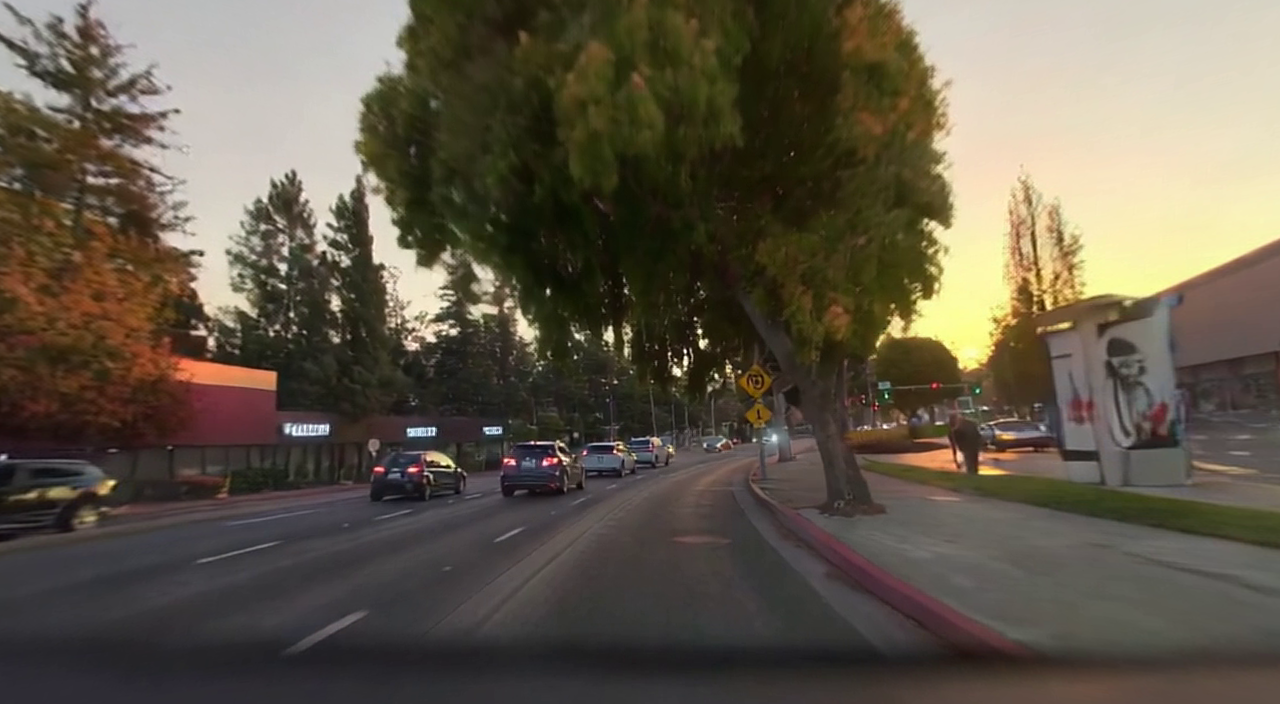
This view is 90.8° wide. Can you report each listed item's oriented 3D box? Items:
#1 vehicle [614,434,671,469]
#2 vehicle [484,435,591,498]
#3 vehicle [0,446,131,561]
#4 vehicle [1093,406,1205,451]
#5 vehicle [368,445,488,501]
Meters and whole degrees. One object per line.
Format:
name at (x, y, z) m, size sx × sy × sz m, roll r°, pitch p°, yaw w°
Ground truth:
vehicle at (0.218, 5.538, 35.353) m, size 2.167 × 1.832 × 4.679 m, roll -2°, pitch -9°, yaw 13°
vehicle at (-2.910, 3.362, 19.016) m, size 2.002 × 1.664 × 4.113 m, roll -1°, pitch -8°, yaw 8°
vehicle at (-10.426, 2.286, 9.559) m, size 1.799 × 1.682 × 4.637 m, roll 0°, pitch -8°, yaw -4°
vehicle at (21.953, 3.351, 27.204) m, size 4.982 × 1.789 × 2.303 m, roll 6°, pitch -10°, yaw -35°
vehicle at (-6.529, 3.734, 19.962) m, size 1.974 × 1.558 × 3.949 m, roll -1°, pitch -8°, yaw 8°
